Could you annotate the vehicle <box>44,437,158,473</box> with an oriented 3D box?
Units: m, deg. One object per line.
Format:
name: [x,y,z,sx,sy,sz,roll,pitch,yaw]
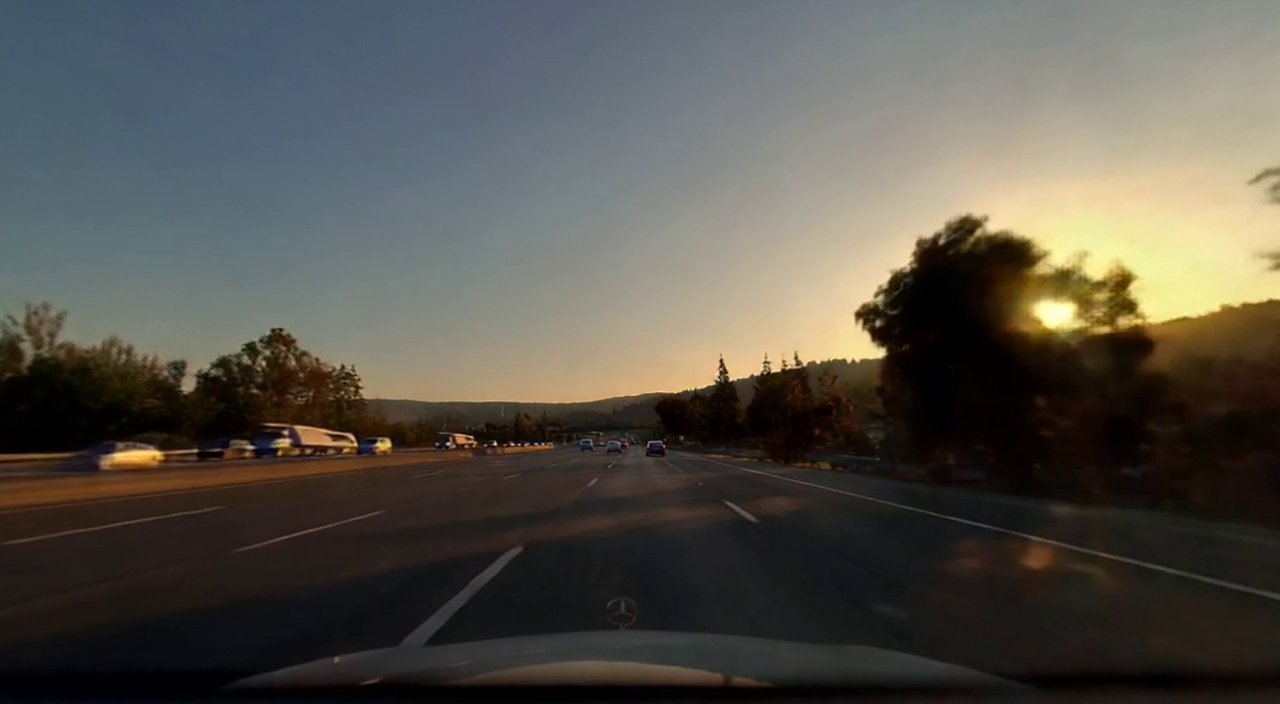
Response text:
vehicle: [-27.904,5.335,32.915,1.934,1.678,4.559,0,-8,0]

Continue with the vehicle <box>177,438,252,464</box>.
vehicle: [-31.634,7.382,47.129,2.058,1.790,5.148,0,-8,0]
